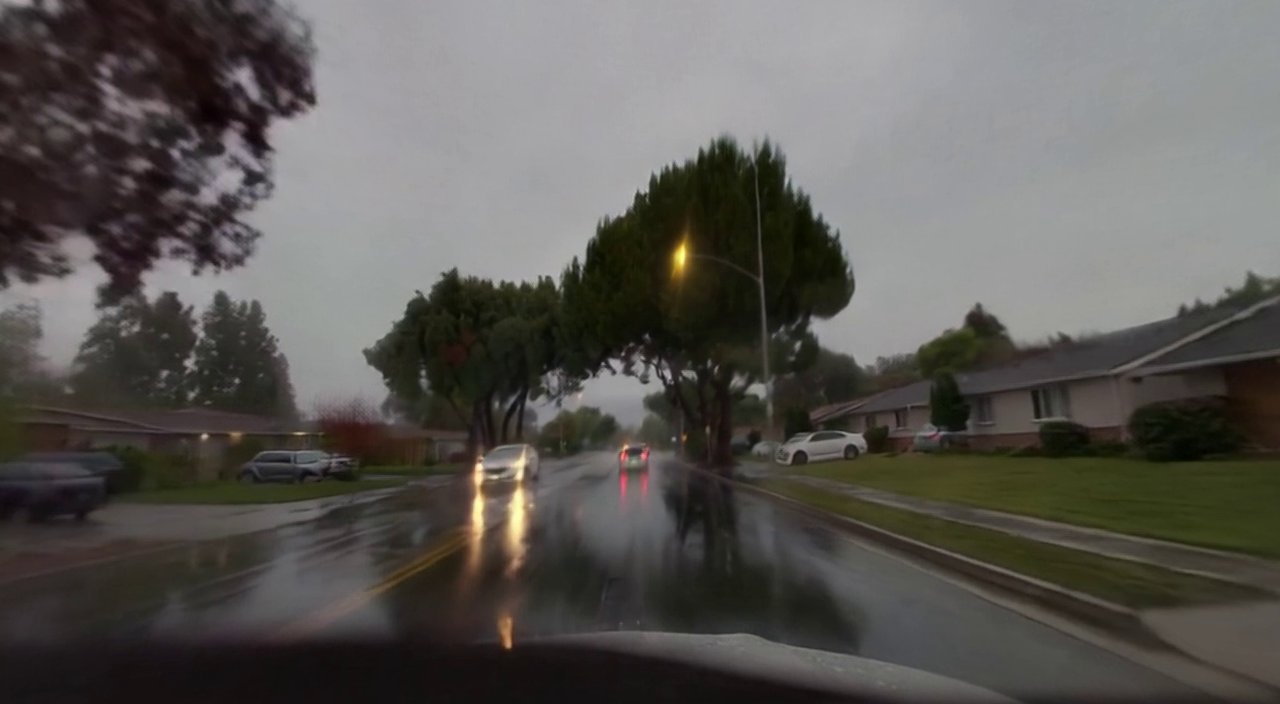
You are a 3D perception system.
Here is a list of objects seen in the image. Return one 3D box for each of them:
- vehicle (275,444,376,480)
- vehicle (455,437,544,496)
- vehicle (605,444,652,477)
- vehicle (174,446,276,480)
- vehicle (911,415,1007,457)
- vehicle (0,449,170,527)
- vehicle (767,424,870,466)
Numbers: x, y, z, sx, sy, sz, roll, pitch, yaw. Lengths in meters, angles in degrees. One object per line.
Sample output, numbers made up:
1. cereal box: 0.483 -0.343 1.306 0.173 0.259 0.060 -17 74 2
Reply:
1. vehicle: -17.383 6.091 35.121 4.463 1.917 1.970 1 -9 -5
2. vehicle: -5.123 4.214 23.719 2.256 1.838 4.613 -3 -9 0
3. vehicle: -0.553 5.210 30.657 2.098 1.483 4.099 0 -9 -1
4. vehicle: -22.861 6.121 34.911 4.181 1.784 1.907 0 -10 -1
5. vehicle: 15.299 3.996 30.266 4.462 1.699 2.145 2 -8 -36
6. vehicle: -14.857 3.311 15.744 4.608 1.743 2.222 -1 -9 6
7. vehicle: 9.217 4.853 32.892 4.634 1.723 1.966 -4 -8 -3
